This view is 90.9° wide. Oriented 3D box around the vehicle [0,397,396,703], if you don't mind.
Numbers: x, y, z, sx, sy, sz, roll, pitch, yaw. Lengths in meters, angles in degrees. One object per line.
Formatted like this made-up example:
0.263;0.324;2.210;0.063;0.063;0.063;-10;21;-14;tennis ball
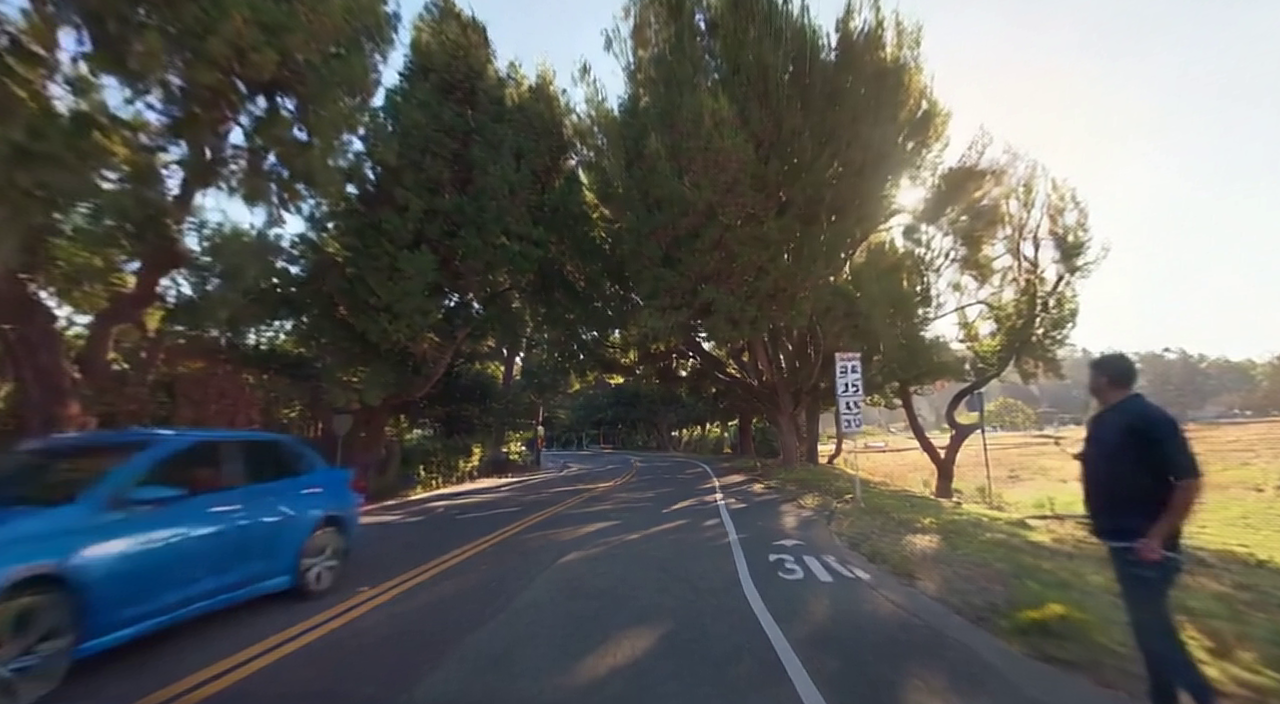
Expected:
-3.823;1.236;4.654;2.190;1.499;4.209;0;-8;3;vehicle
